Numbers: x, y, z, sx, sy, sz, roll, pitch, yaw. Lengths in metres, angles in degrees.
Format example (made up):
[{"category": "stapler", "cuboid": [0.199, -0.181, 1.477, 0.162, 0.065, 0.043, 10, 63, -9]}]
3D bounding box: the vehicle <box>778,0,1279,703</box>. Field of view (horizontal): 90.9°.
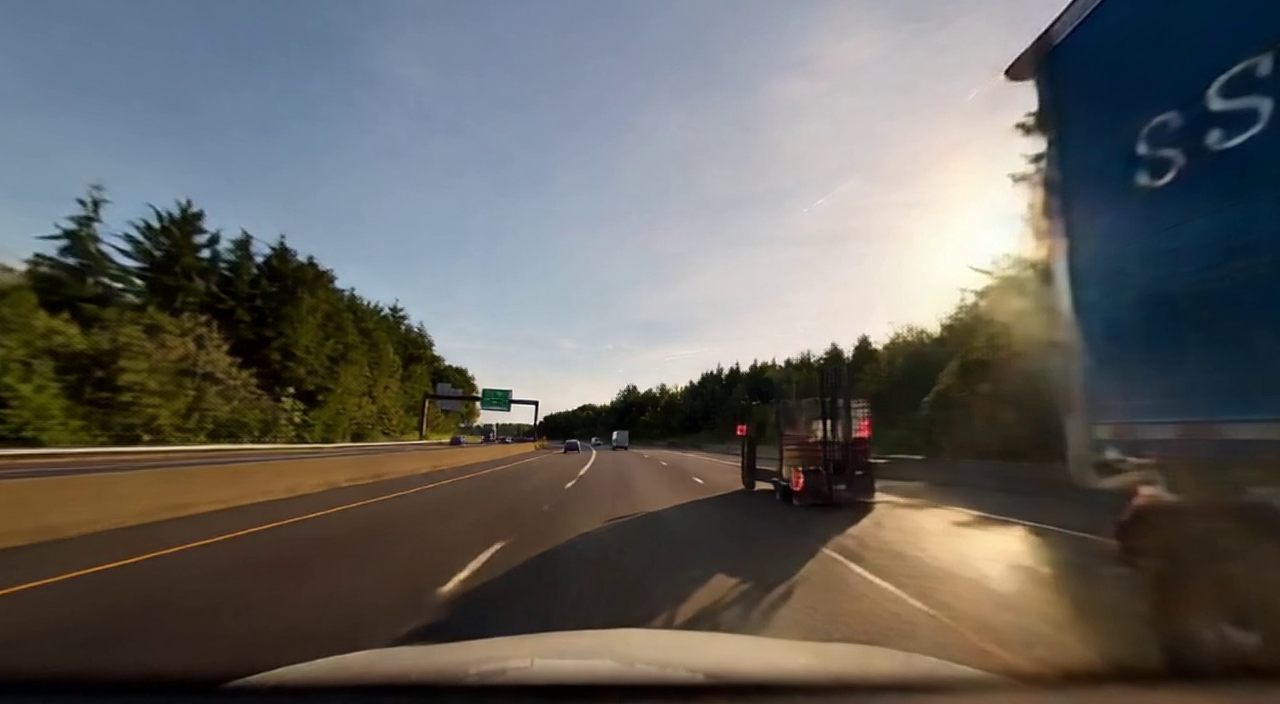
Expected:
[{"category": "vehicle", "cuboid": [4.058, -0.127, 4.169, 2.910, 4.051, 14.278, 0, -8, -1]}]
